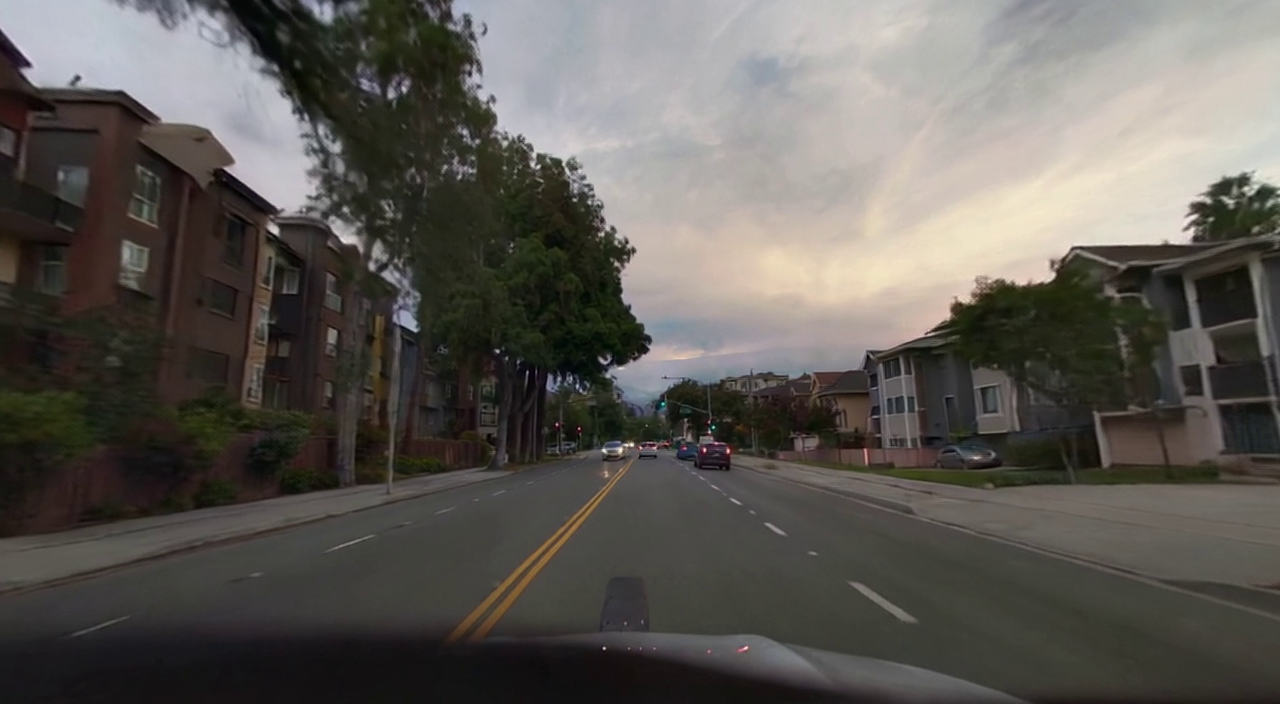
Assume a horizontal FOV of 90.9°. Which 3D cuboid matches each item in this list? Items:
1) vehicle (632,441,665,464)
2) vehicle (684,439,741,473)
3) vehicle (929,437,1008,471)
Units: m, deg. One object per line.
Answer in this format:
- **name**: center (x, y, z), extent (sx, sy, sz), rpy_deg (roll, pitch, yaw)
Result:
- **vehicle**: center (0.547, 6.761, 42.552), extent (2.097, 1.463, 4.043), rpy_deg (0, -9, 0)
- **vehicle**: center (3.365, 4.964, 30.366), extent (2.078, 1.488, 4.741), rpy_deg (0, -9, -1)
- **vehicle**: center (18.030, 5.618, 34.779), extent (1.831, 1.778, 3.787), rpy_deg (1, -9, -9)
